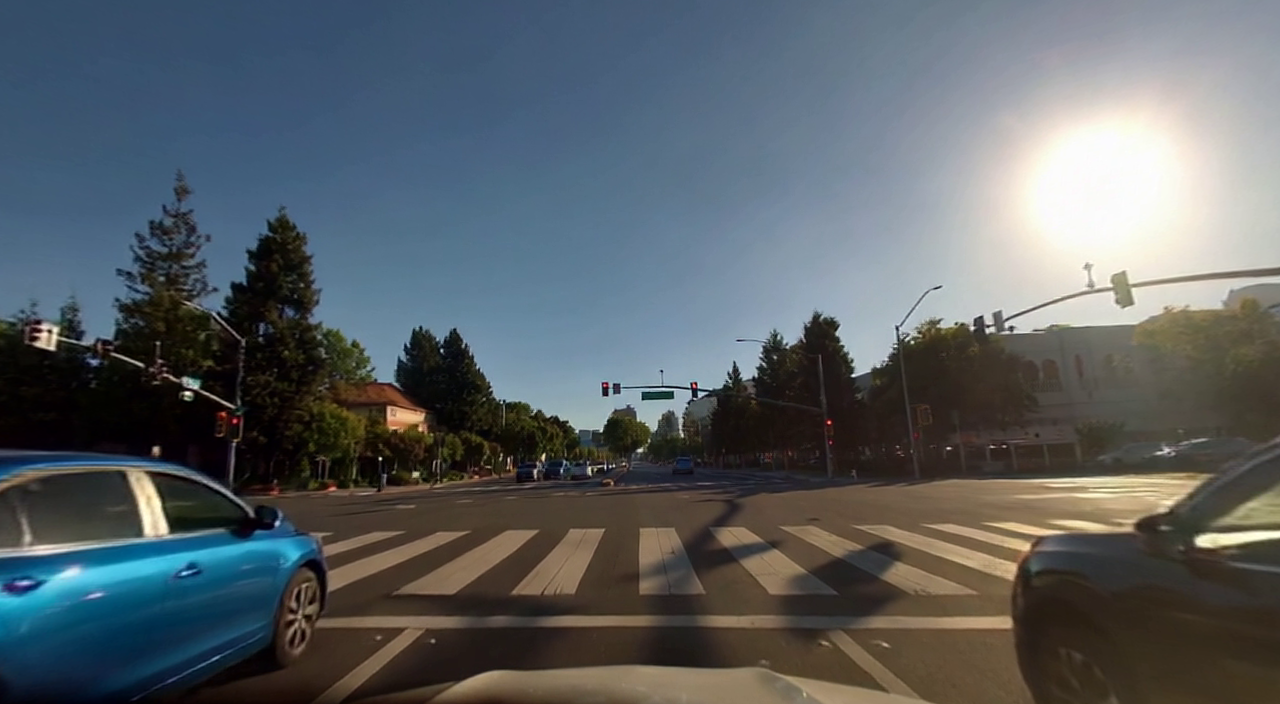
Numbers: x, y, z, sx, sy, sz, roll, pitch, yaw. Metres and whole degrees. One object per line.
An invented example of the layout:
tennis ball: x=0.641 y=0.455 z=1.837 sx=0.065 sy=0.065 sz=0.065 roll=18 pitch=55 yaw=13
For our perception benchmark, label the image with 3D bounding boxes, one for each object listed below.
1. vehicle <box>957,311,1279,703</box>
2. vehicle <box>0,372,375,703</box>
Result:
vehicle: x=2.865 y=0.653 z=1.309 sx=2.099 sy=1.671 sz=4.491 roll=0 pitch=-9 yaw=1
vehicle: x=-2.997 y=0.947 z=2.777 sx=1.969 sy=1.513 sz=3.773 roll=0 pitch=-9 yaw=1
